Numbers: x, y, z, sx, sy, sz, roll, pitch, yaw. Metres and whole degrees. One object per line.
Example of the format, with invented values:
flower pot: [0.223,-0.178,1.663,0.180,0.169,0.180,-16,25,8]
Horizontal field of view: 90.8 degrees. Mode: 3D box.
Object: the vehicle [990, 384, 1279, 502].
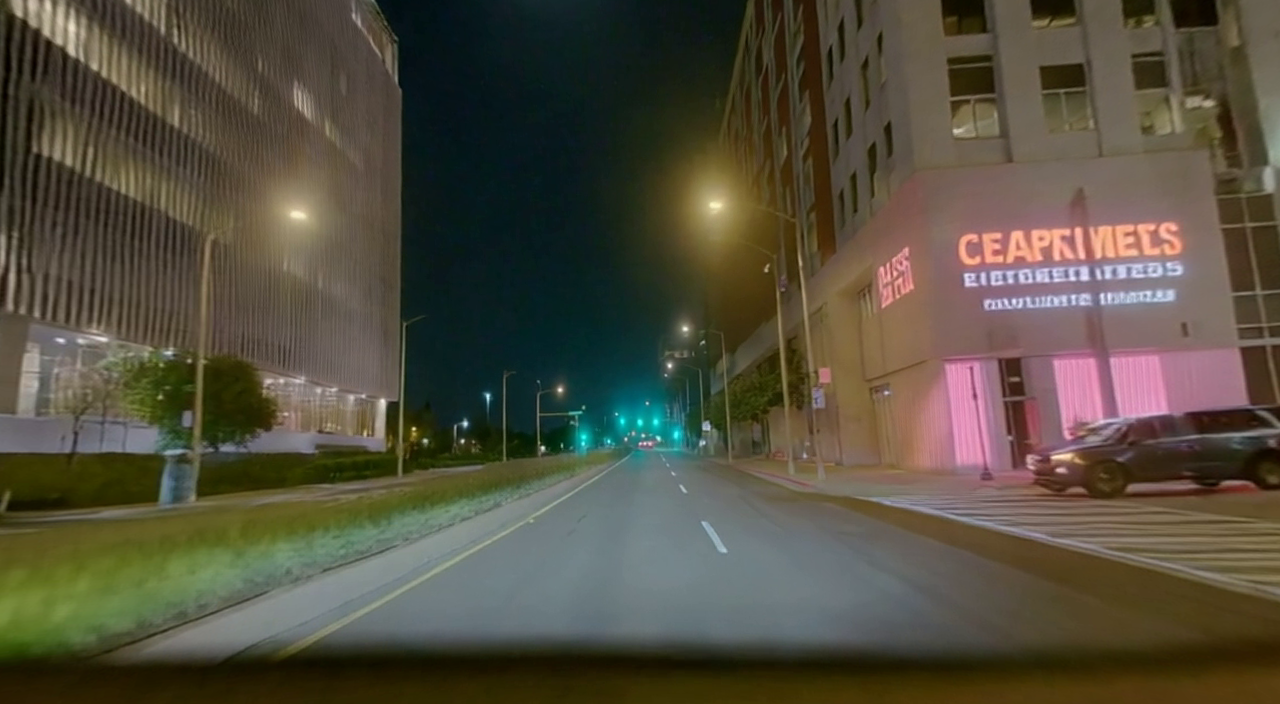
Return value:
vehicle: [9.201,1.602,11.171,4.694,1.826,2.226,-2,-8,11]
